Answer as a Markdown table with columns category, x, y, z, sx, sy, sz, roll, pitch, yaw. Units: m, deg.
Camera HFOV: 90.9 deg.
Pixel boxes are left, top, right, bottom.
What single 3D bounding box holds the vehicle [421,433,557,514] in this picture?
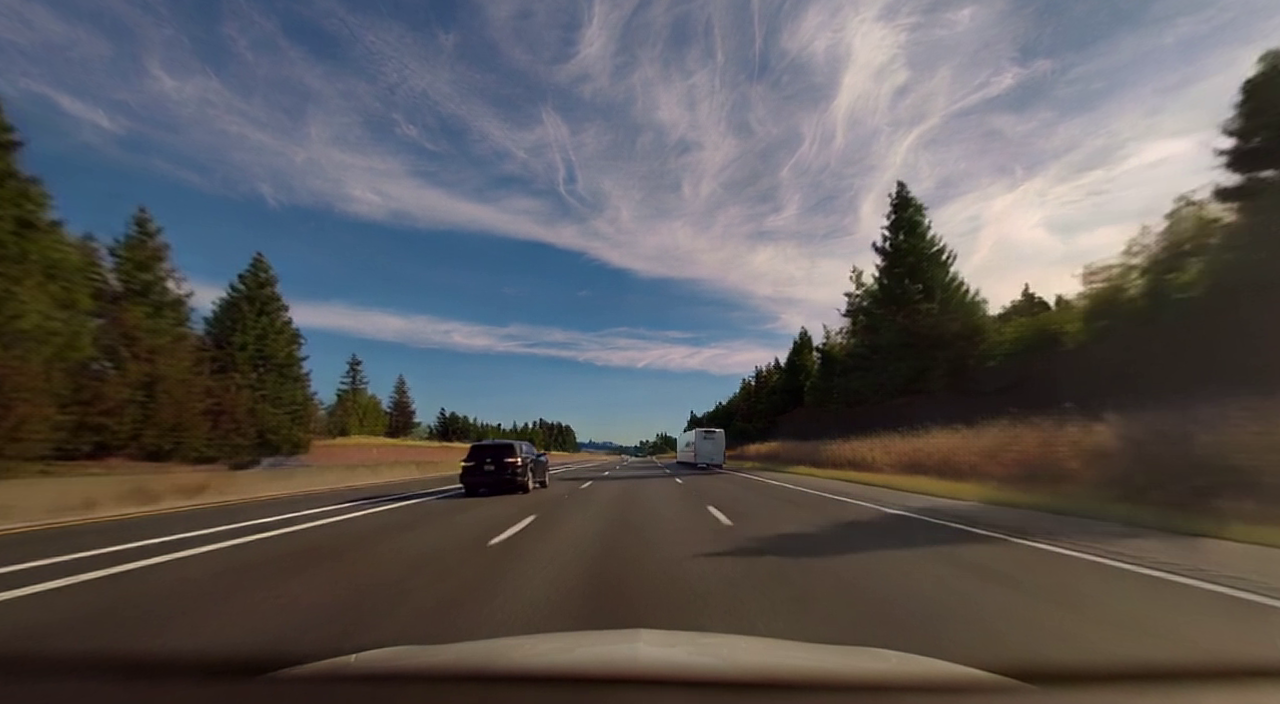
| category | x | y | z | sx | sy | sz | roll | pitch | yaw |
| --- | --- | --- | --- | --- | --- | --- | --- | --- | --- |
| vehicle | -3.379 | 2.826 | 15.153 | 2.020 | 1.619 | 4.690 | 0 | -9 | 1 |

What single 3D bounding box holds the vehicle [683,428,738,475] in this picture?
| category | x | y | z | sx | sy | sz | roll | pitch | yaw |
| --- | --- | --- | --- | --- | --- | --- | --- | --- | --- |
| vehicle | 4.243 | 6.189 | 39.321 | 2.614 | 2.655 | 6.429 | 0 | -9 | -1 |

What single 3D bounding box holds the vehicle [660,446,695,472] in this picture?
| category | x | y | z | sx | sy | sz | roll | pitch | yaw |
| --- | --- | --- | --- | --- | --- | --- | --- | --- | --- |
| vehicle | 2.572 | 7.465 | 44.209 | 2.260 | 1.703 | 4.959 | 0 | -9 | 1 |

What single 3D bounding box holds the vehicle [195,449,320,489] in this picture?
| category | x | y | z | sx | sy | sz | roll | pitch | yaw |
| --- | --- | --- | --- | --- | --- | --- | --- | --- | --- |
| vehicle | -20.103 | 6.153 | 33.696 | 2.218 | 1.875 | 6.898 | 0 | -9 | 1 |
